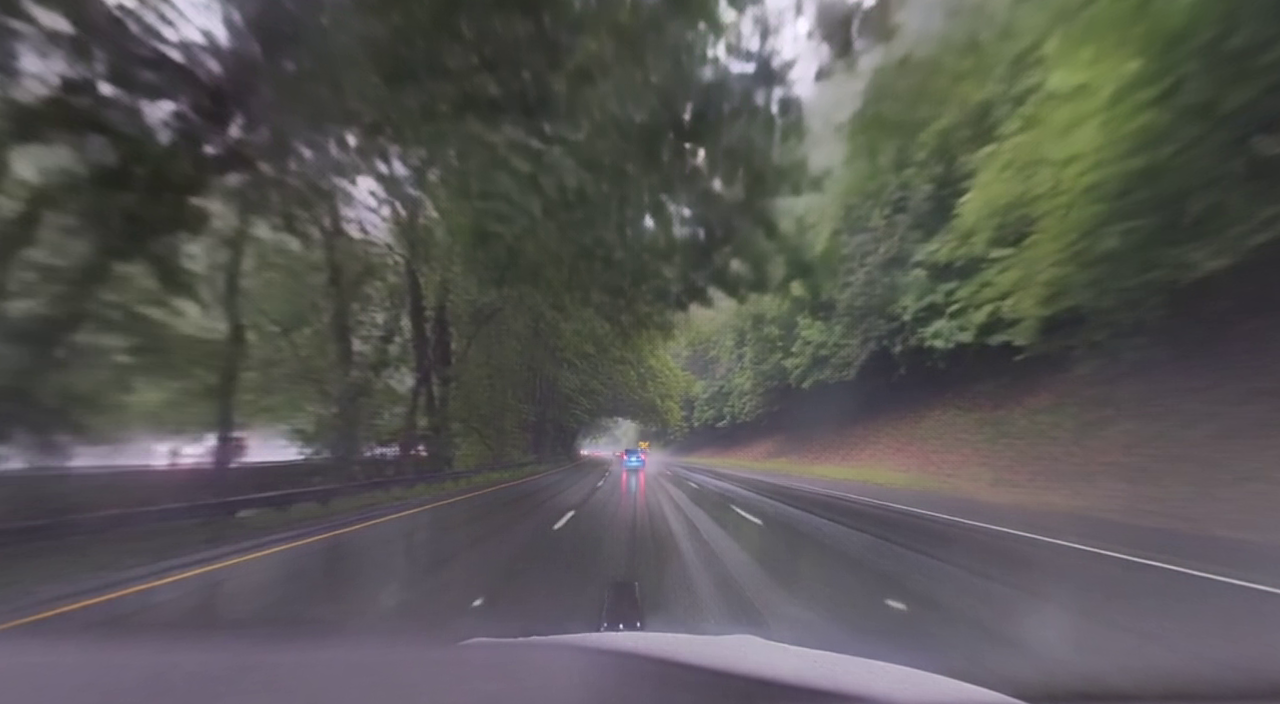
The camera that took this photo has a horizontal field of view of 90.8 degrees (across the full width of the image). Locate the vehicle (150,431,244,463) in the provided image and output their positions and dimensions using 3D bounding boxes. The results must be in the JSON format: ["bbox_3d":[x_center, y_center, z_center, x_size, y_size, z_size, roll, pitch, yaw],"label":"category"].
[{"bbox_3d":[-21.738,4.696,31.146,1.775,1.464,4.111,0,-9,-3],"label":"vehicle"}]
